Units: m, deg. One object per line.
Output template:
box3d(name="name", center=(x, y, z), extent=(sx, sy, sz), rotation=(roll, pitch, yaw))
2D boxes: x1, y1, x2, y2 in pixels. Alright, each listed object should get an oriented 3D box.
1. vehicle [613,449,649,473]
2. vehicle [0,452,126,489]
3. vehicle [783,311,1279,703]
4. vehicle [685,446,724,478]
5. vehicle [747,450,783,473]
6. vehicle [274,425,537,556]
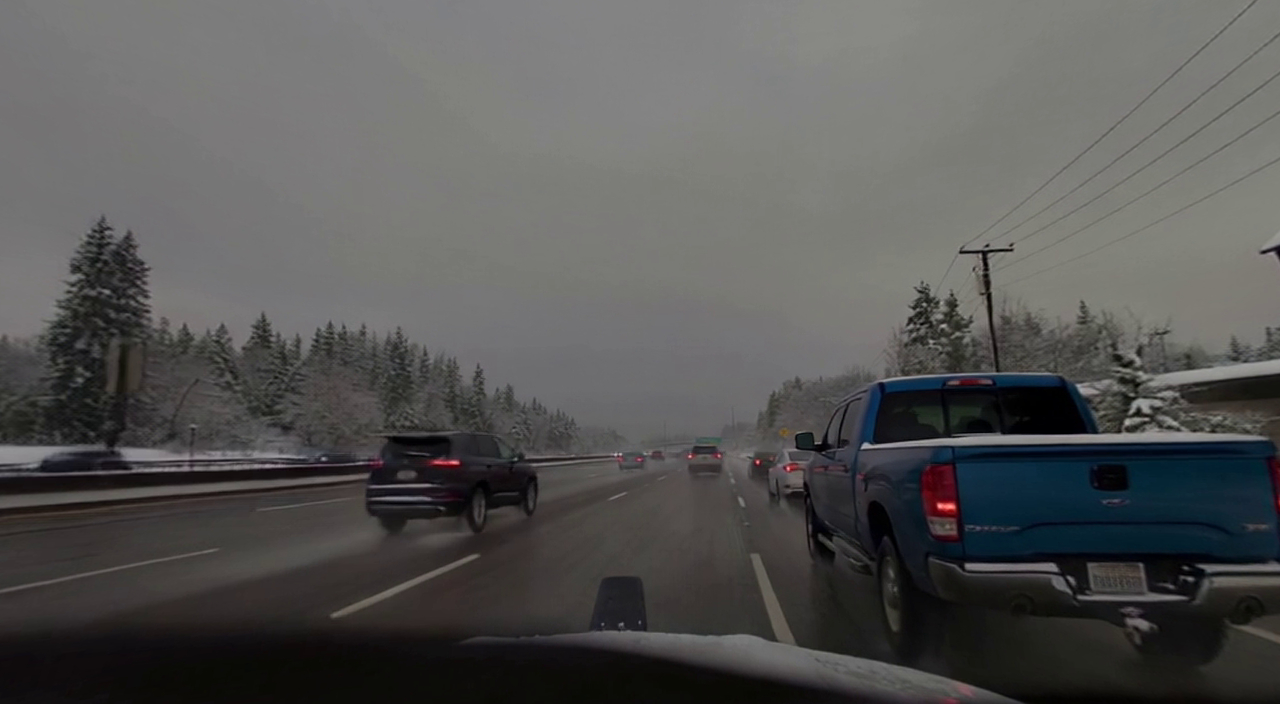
box3d(name="vehicle", center=(-0.565, 7.598, 44.193), extent=(2.119, 1.478, 4.644), rotation=(-1, -8, 5))
box3d(name="vehicle", center=(-28.917, 5.770, 31.148), extent=(2.026, 1.607, 5.372), rotation=(-1, -8, 8))
box3d(name="vehicle", center=(3.348, 1.321, 6.526), extent=(3.024, 2.092, 6.797), rotation=(-1, -8, 8))
box3d(name="vehicle", center=(3.747, 6.266, 36.285), extent=(2.080, 1.682, 4.150), rotation=(-1, -8, 7))
box3d(name="vehicle", center=(8.710, 7.660, 44.347), extent=(2.072, 1.456, 4.537), rotation=(-1, -8, 6))
box3d(name="vehicle", center=(-3.560, 2.182, 10.787), extent=(2.209, 1.714, 4.576), rotation=(-1, -8, 8))
